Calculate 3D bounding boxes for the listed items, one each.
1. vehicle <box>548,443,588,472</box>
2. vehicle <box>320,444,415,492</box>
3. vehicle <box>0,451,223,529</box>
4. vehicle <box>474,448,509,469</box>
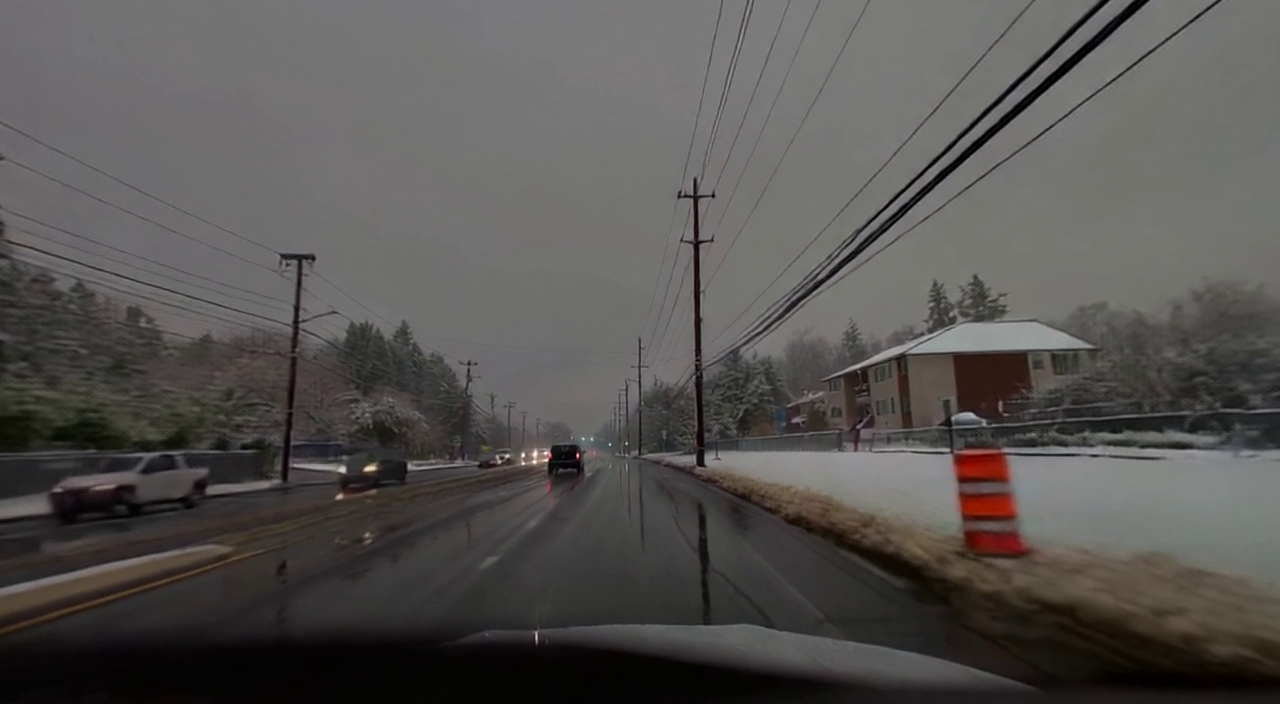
[{"bbox_3d":[-4.123,6.106,36.692,1.992,1.515,4.289,1,-9,-2],"label":"vehicle"},{"bbox_3d":[-10.603,4.502,24.867,1.954,1.690,4.080,1,-9,-1],"label":"vehicle"},{"bbox_3d":[-13.413,3.449,16.420,1.942,1.660,4.595,1,-9,-1],"label":"vehicle"},{"bbox_3d":[-11.492,8.236,48.954,1.911,1.508,4.448,2,-9,-4],"label":"vehicle"}]
